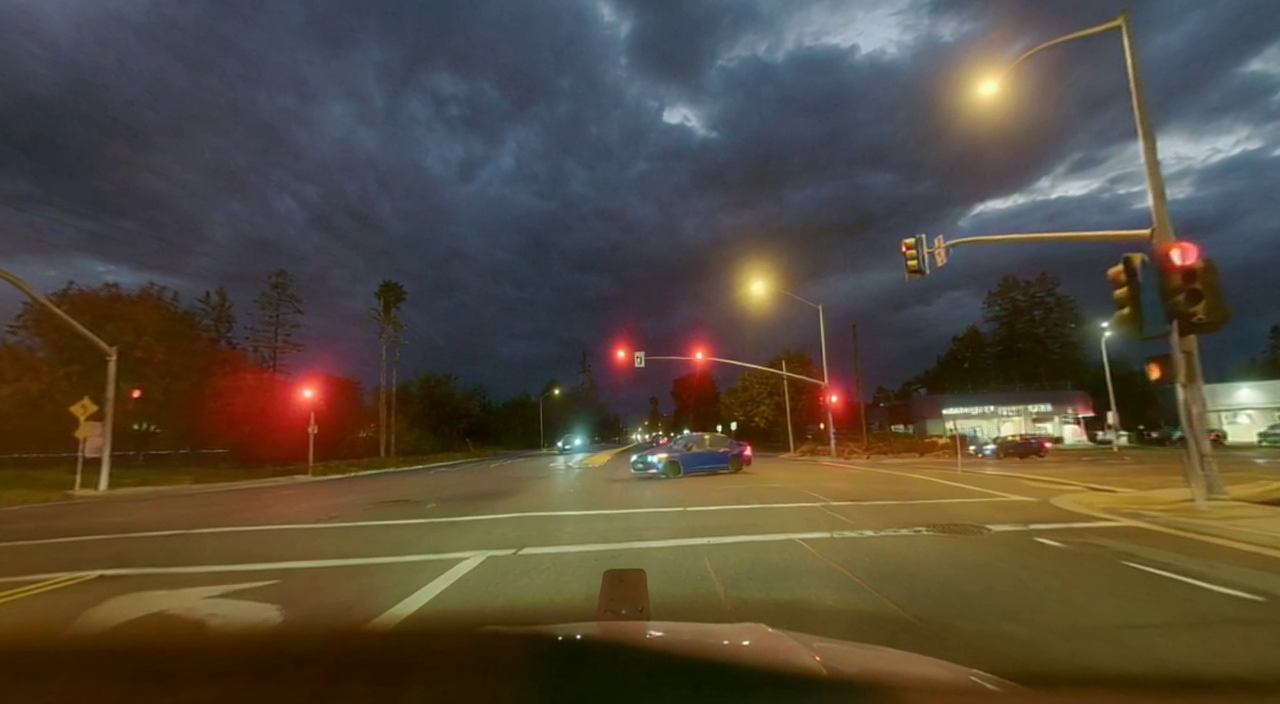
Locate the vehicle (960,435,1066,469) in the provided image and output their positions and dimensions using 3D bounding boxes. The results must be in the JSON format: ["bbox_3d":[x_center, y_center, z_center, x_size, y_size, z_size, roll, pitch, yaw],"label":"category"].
[{"bbox_3d":[17.828,4.758,30.143,4.377,1.523,1.877,3,-9,-19],"label":"vehicle"}]

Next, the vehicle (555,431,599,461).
[{"bbox_3d":[-3.741,5.675,38.066,2.140,1.638,4.259,0,-8,1],"label":"vehicle"}]

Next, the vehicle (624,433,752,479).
[{"bbox_3d":[1.798,3.722,22.797,4.528,1.482,1.864,6,-11,-38],"label":"vehicle"}]
